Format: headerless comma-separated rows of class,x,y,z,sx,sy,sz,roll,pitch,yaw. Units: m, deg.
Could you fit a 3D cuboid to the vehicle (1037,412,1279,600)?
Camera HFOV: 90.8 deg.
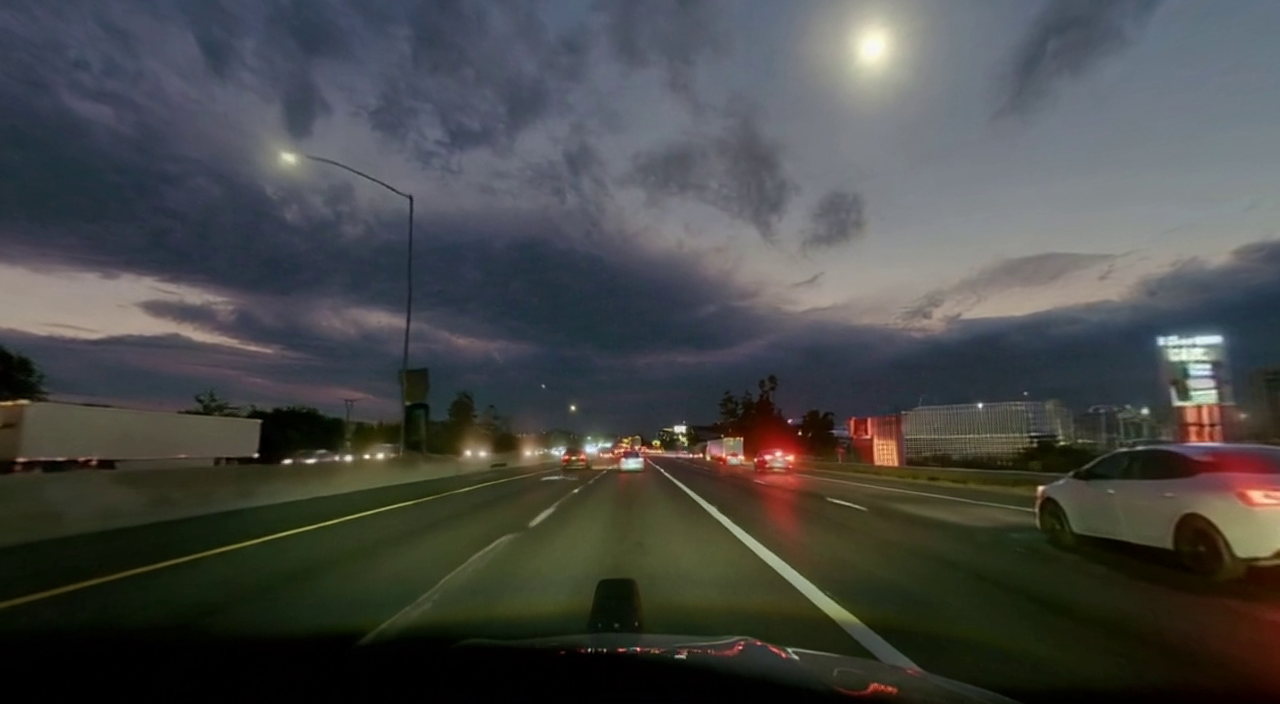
vehicle,6.700,1.570,6.903,1.944,1.666,4.184,0,-9,0

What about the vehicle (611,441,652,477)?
vehicle,-0.405,5.609,33.356,2.002,1.759,4.658,0,-9,0

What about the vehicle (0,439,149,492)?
vehicle,-17.881,3.539,20.000,1.687,1.511,3.610,0,-9,0

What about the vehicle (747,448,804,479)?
vehicle,6.810,5.632,32.196,1.879,1.428,4.402,0,-9,-1

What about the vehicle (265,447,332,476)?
vehicle,-17.892,5.740,33.240,1.591,1.409,3.326,0,-9,0

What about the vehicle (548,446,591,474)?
vehicle,-4.307,6.663,39.354,2.126,1.631,4.643,0,-9,1

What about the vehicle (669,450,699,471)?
vehicle,3.074,7.662,44.712,1.816,1.353,3.809,0,-9,-1
